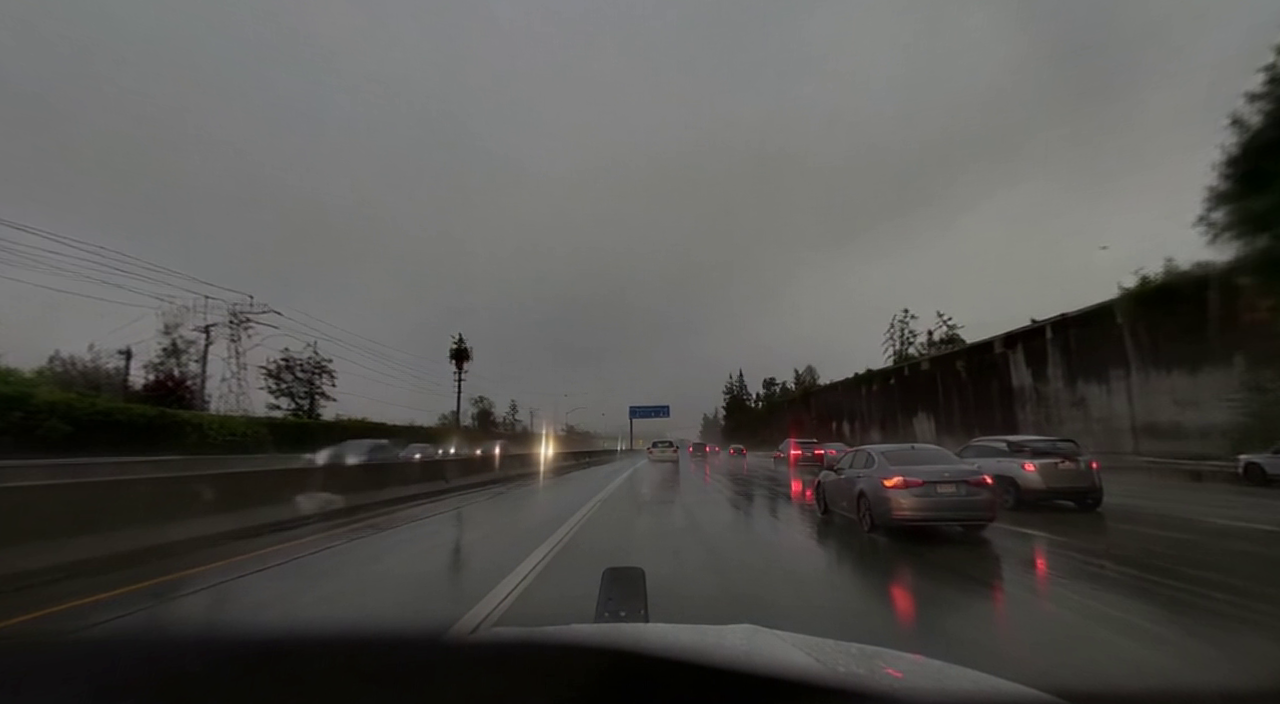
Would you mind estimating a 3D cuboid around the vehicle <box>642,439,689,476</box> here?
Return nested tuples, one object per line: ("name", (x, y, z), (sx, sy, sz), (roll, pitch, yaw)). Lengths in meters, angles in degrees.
("vehicle", (1.148, 4.859, 29.229), (2.042, 1.581, 3.769), (0, -8, 2))

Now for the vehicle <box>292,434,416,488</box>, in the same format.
("vehicle", (-9.655, 3.687, 21.756), (2.035, 1.654, 4.342), (-1, -8, 3))

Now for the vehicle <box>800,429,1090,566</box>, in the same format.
("vehicle", (3.913, 1.919, 9.172), (1.986, 1.478, 4.429), (0, -8, 0))

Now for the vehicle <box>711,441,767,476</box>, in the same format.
("vehicle", (4.440, 4.839, 28.853), (1.936, 1.465, 4.060), (0, -8, 1))
